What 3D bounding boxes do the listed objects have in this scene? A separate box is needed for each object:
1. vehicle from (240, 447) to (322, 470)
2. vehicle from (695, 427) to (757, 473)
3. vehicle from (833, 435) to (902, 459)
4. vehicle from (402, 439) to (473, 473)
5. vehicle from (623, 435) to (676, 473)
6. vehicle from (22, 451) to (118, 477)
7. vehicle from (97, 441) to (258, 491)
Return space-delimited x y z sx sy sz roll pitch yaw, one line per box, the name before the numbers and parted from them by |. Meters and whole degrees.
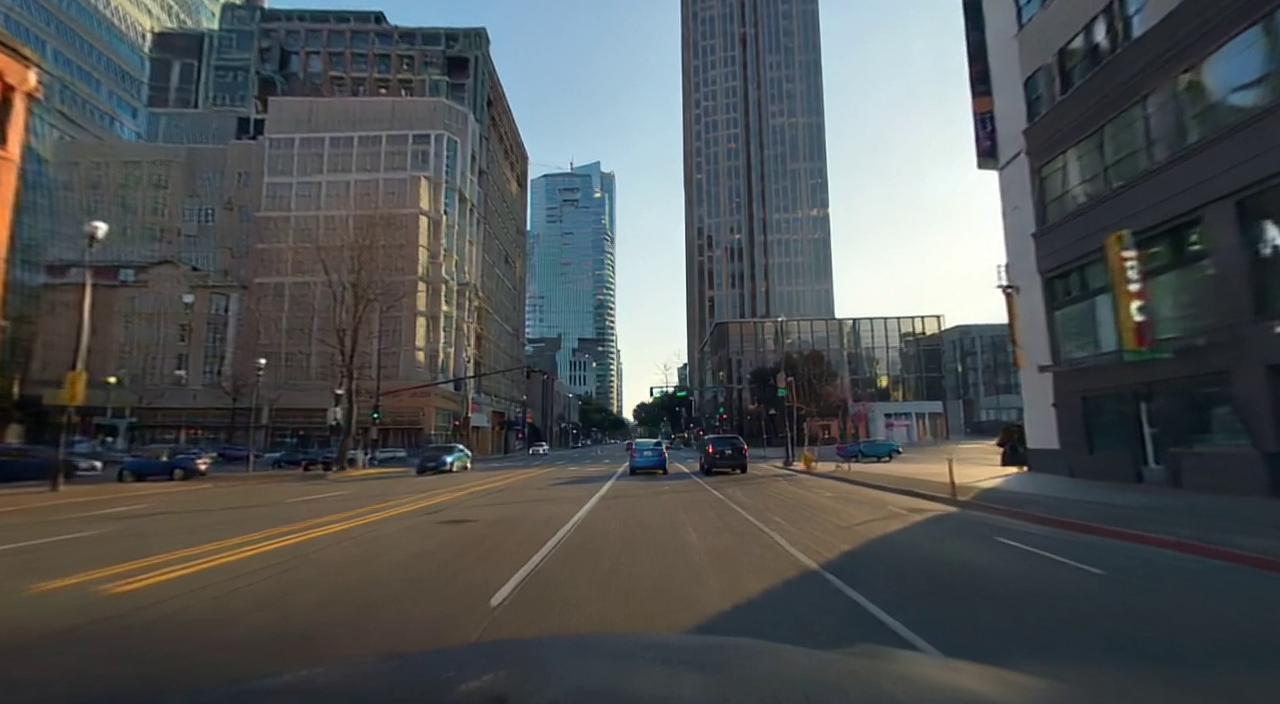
vehicle | -25.515 7.571 44.899 4.499 1.503 2.151 1 -8 -6
vehicle | 3.926 4.593 29.572 2.159 1.938 4.836 0 -9 -1
vehicle | 17.641 7.386 48.948 4.556 1.693 2.030 1 -9 -1
vehicle | -10.718 5.535 33.750 2.232 1.669 4.354 0 -9 1
vehicle | 0.405 4.620 28.698 2.245 1.587 4.094 0 -9 0
vehicle | -37.944 7.444 42.060 4.234 1.573 2.229 -1 -9 0
vehicle | -20.076 4.947 27.566 5.223 2.060 2.247 0 -9 1
